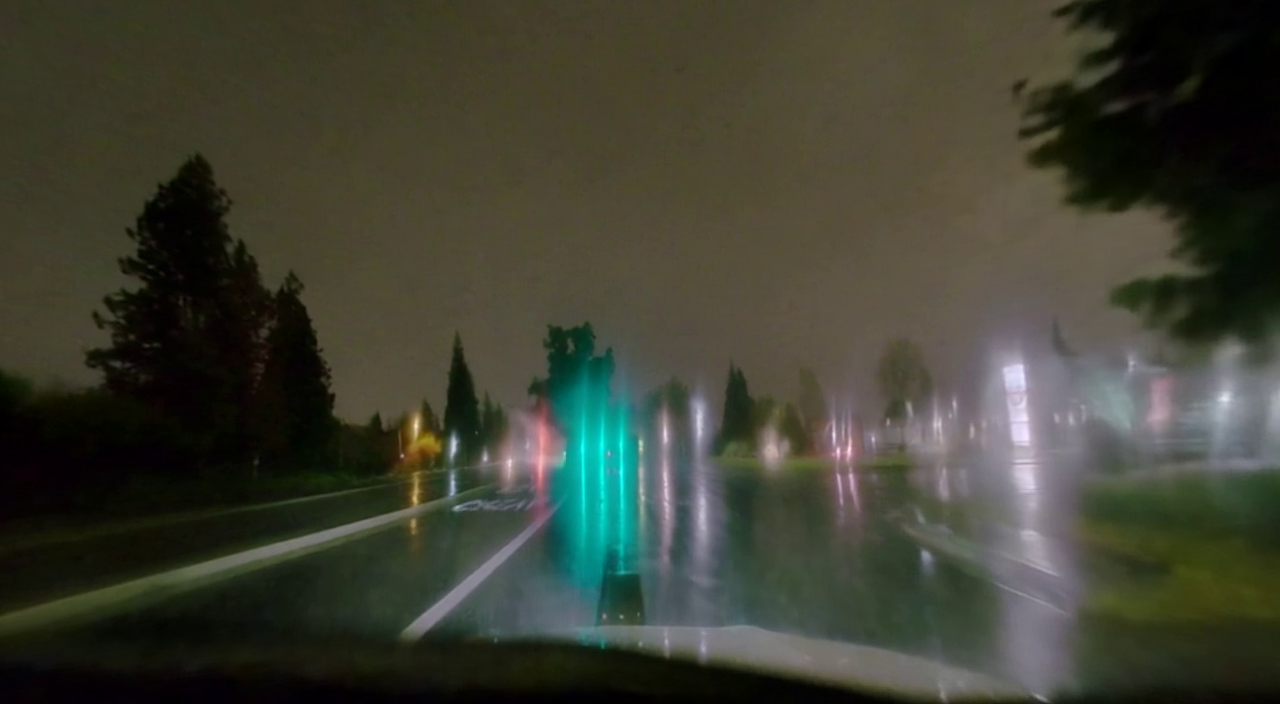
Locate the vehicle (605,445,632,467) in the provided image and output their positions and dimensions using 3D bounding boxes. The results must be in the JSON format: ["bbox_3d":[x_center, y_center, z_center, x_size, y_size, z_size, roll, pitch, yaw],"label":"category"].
[{"bbox_3d":[-1.731,8.179,49.980,2.045,1.613,4.210,0,-9,-2],"label":"vehicle"}]
